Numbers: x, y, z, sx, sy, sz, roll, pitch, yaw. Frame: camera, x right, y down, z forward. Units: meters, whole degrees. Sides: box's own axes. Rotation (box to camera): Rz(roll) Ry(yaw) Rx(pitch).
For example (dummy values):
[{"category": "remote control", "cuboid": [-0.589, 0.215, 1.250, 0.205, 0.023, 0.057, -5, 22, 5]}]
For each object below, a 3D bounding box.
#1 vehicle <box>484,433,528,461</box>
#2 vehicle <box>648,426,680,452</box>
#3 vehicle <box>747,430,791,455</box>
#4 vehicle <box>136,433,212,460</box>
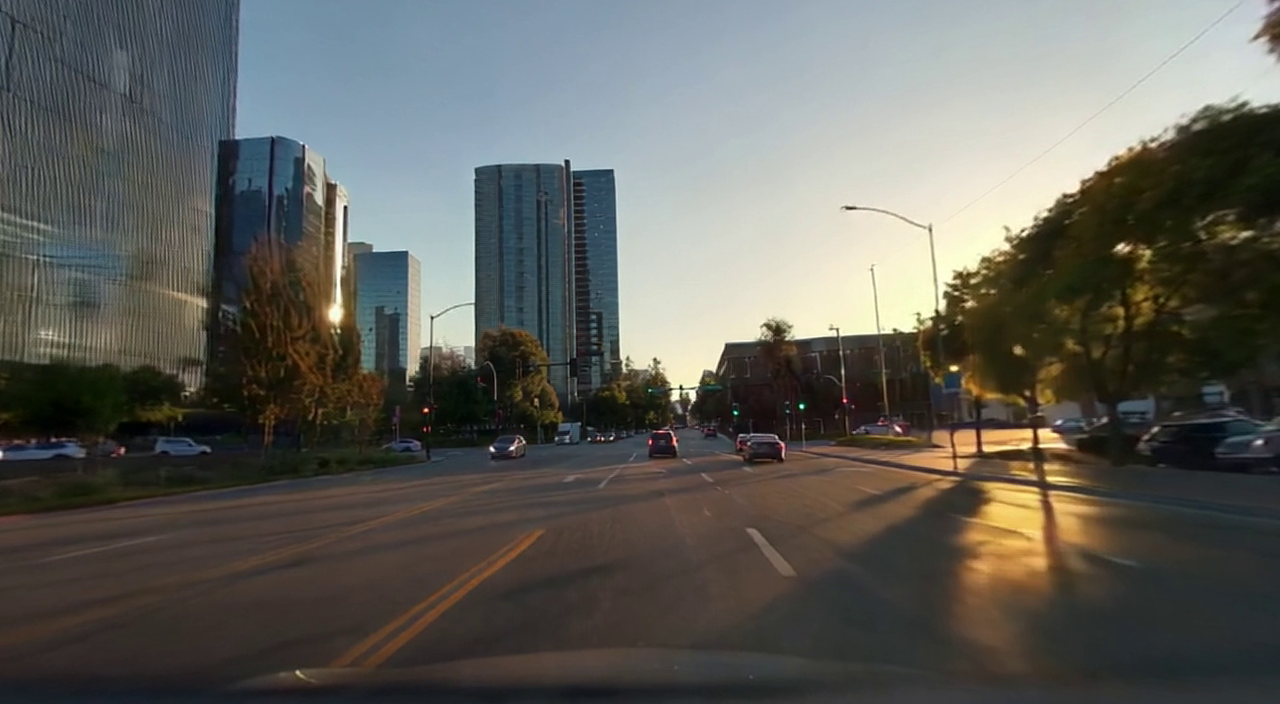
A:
[{"category": "vehicle", "cuboid": [-8.395, 6.007, 39.737, 2.016, 1.677, 4.147, 0, -8, -3]}, {"category": "vehicle", "cuboid": [1.679, 6.440, 46.193, 2.203, 1.801, 4.331, 0, -8, 0]}, {"category": "vehicle", "cuboid": [7.917, 5.631, 38.846, 1.896, 1.463, 4.296, 0, -8, 1]}, {"category": "vehicle", "cuboid": [-30.914, 6.313, 41.791, 1.871, 1.703, 4.093, -1, -9, 0]}]
